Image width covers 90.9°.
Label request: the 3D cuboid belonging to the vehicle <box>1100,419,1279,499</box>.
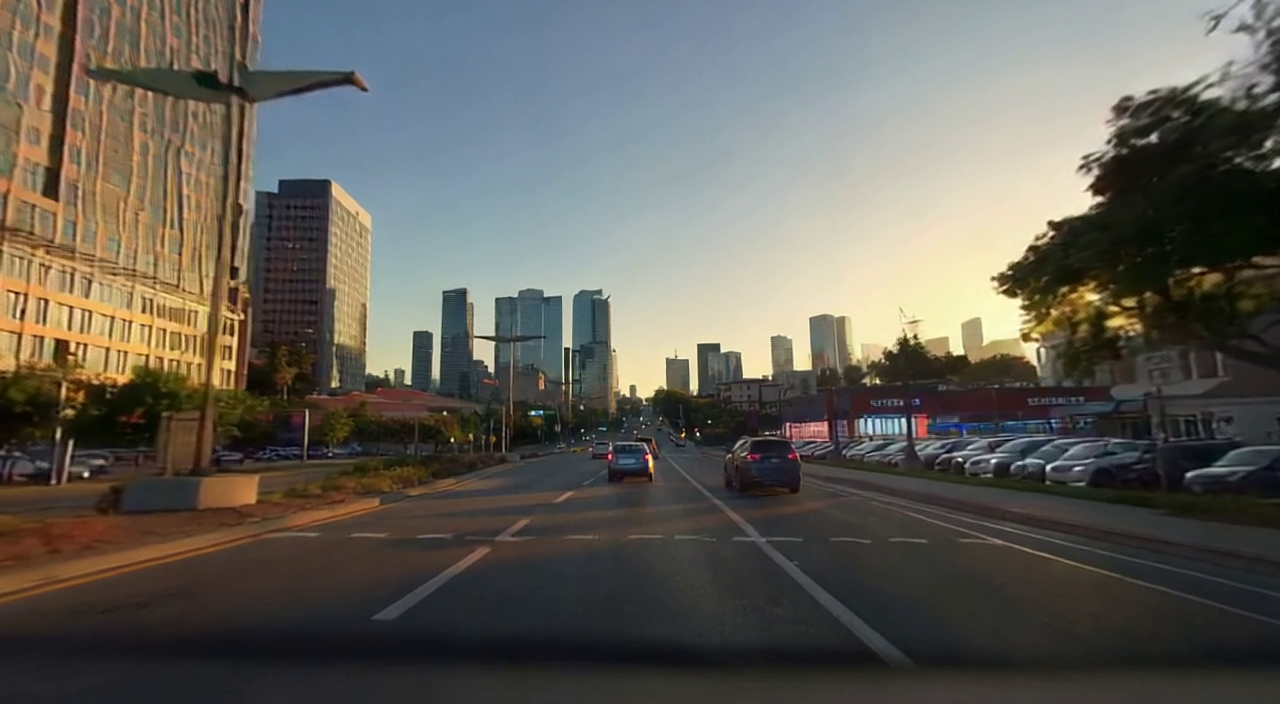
[{"bbox_3d":[13.875,2.628,15.806,4.367,1.748,2.007,4,-10,-29],"label":"vehicle"}]

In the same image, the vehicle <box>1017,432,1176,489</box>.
[{"bbox_3d":[13.492,3.147,18.614,4.312,1.485,1.995,4,-9,-28],"label":"vehicle"}]

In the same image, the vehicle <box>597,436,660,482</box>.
[{"bbox_3d":[-0.382,3.814,22.779,2.059,1.477,3.988,0,-8,0],"label":"vehicle"}]

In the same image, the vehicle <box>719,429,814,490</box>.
[{"bbox_3d":[3.771,3.282,19.603,2.007,1.683,4.171,0,-8,-1],"label":"vehicle"}]

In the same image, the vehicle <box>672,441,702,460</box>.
[{"bbox_3d":[3.672,7.779,49.939,2.012,1.462,4.400,0,-8,0],"label":"vehicle"}]
